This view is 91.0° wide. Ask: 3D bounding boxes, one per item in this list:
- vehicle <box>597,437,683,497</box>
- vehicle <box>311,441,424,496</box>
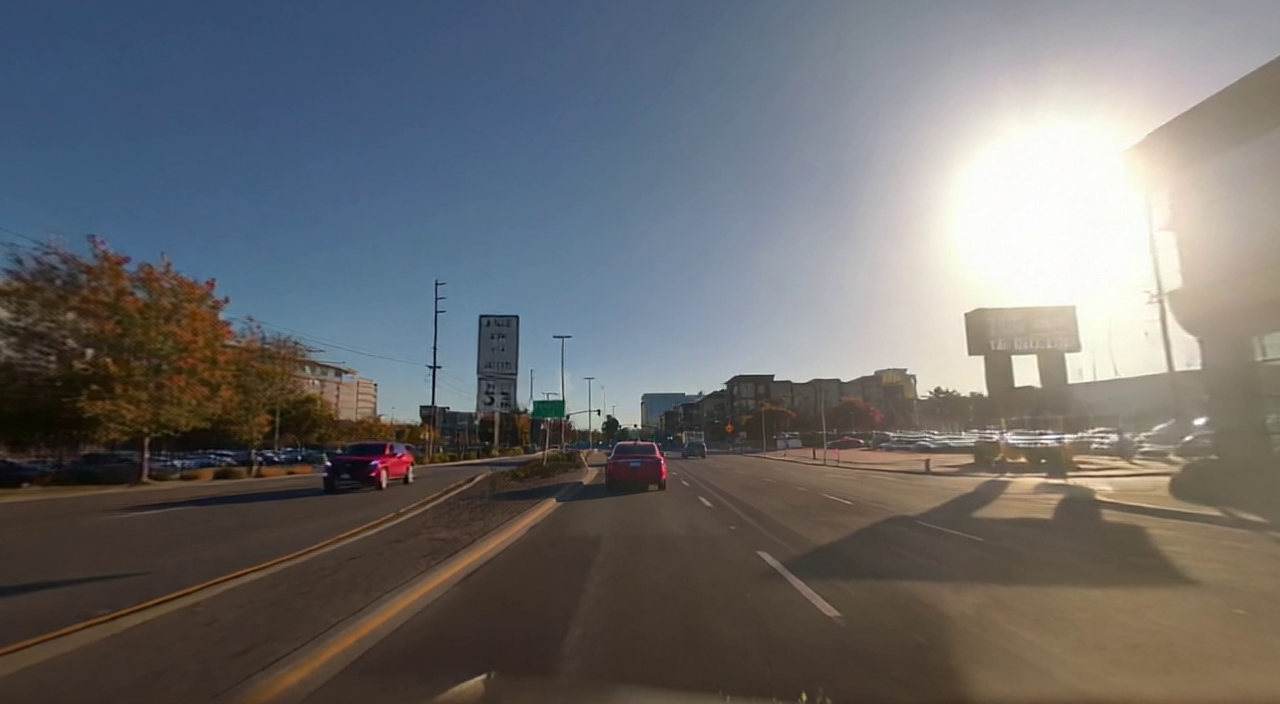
[{"bbox_3d":[-0.042,3.138,17.581,2.126,1.475,3.967,0,-8,-1],"label":"vehicle"},{"bbox_3d":[-9.098,3.874,21.424,1.903,1.476,4.395,-6,-8,-1],"label":"vehicle"}]
